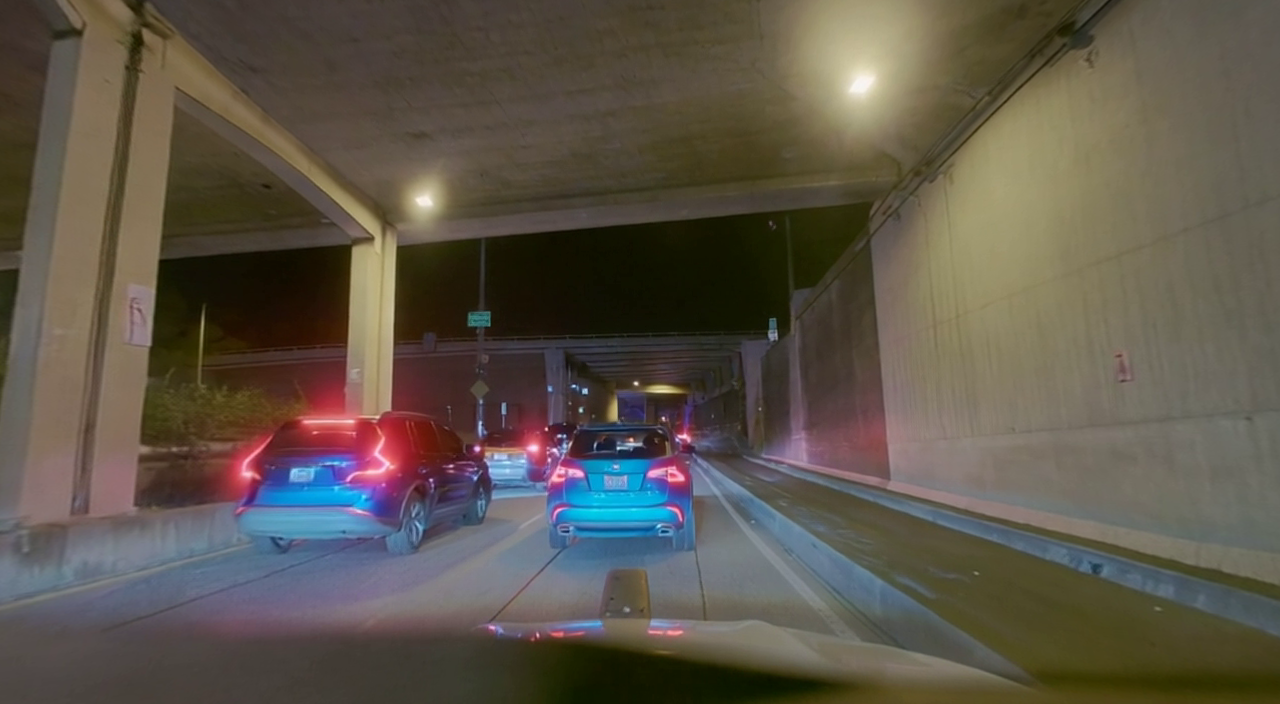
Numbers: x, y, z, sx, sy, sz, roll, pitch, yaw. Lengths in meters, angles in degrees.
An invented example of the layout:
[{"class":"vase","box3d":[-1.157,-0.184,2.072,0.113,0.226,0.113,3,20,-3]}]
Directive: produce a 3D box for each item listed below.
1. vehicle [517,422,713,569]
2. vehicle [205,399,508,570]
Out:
[{"class":"vehicle","box3d":[-0.169,1.780,8.575,2.020,1.478,4.092,-1,-8,3]},{"class":"vehicle","box3d":[-3.430,1.714,8.883,2.017,1.761,4.572,-1,-8,2]}]
